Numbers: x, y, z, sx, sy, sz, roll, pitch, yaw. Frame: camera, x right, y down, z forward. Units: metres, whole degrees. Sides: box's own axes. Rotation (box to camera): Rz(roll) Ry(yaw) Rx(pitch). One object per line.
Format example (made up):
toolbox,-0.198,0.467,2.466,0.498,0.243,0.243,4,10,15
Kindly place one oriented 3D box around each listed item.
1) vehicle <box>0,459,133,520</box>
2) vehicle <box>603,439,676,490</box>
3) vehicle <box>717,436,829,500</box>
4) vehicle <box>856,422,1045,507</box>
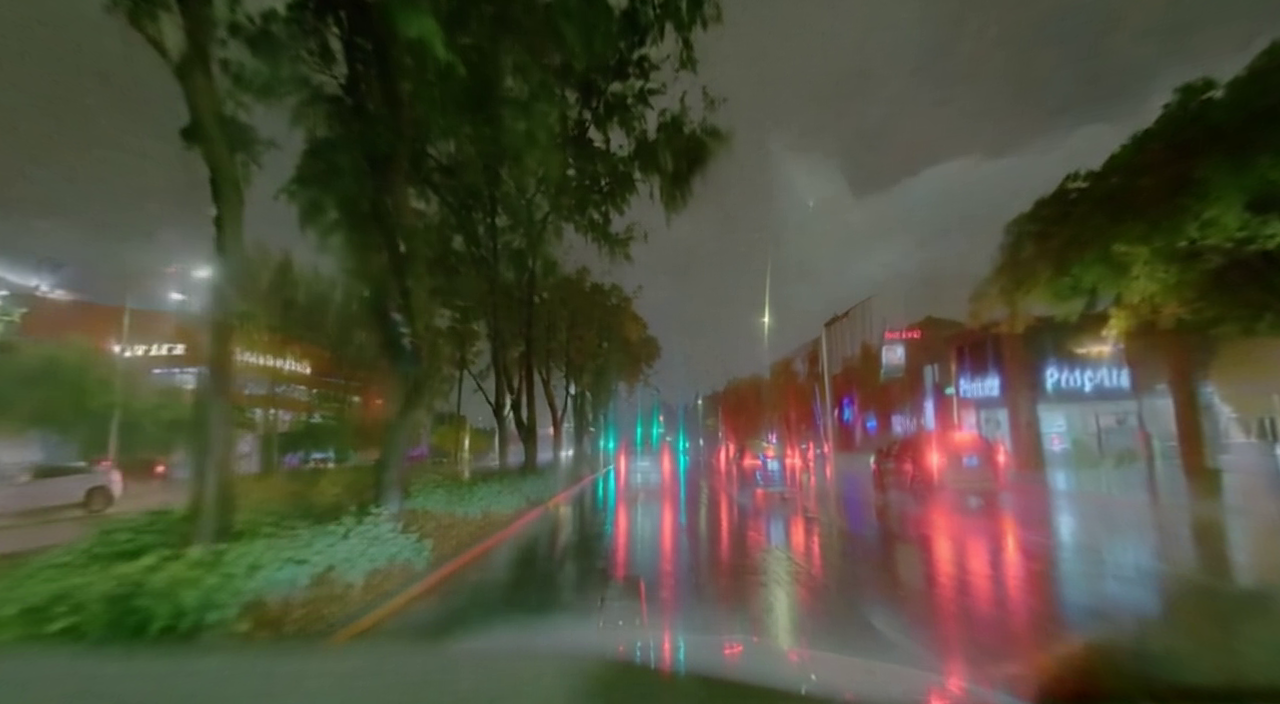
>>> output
vehicle,-17.577,3.874,18.117,2.069,1.460,4.716,0,-9,1
vehicle,-0.049,3.552,20.312,2.101,1.444,4.248,0,-9,-1
vehicle,3.379,3.038,16.937,1.993,1.477,4.240,0,-9,-1
vehicle,7.154,2.649,15.306,2.052,1.708,4.842,0,-9,0
